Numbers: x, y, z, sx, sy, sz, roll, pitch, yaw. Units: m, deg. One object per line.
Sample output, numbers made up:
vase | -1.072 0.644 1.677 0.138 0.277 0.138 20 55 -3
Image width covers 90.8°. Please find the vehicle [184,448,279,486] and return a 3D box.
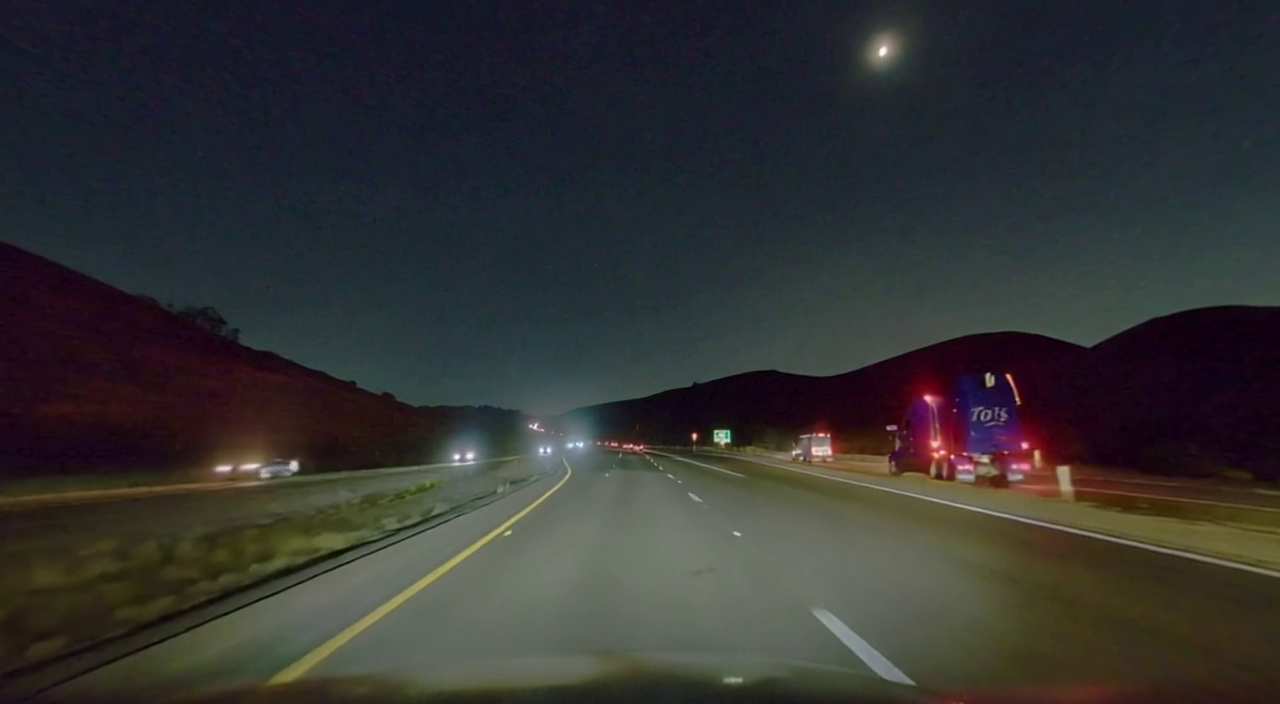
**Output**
vehicle | -21.142 5.936 32.961 1.946 1.778 4.485 0 -9 0
